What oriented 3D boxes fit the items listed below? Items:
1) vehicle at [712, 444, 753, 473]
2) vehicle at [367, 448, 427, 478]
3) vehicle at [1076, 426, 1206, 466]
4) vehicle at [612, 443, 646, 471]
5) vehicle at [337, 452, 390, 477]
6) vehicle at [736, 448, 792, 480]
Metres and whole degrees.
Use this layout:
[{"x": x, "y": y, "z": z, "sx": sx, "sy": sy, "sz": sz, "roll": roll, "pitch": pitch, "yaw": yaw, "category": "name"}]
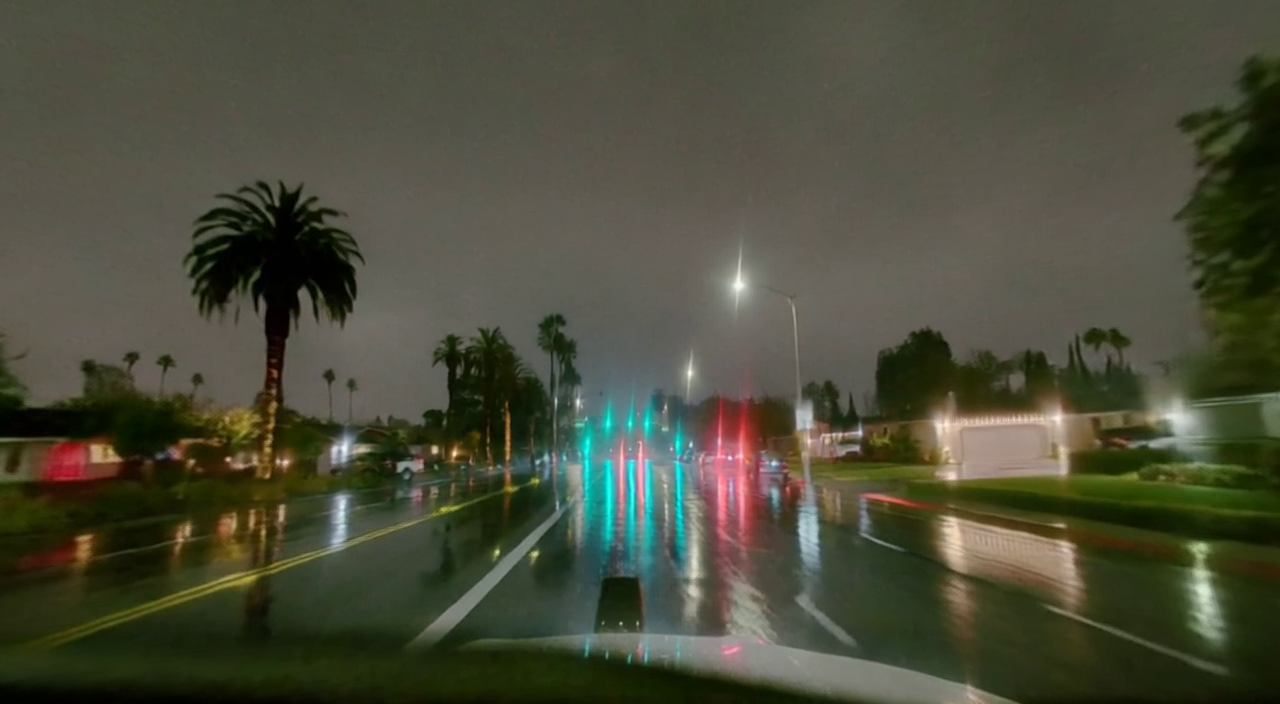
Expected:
[{"x": 6.334, "y": 7.337, "z": 43.874, "sx": 2.035, "sy": 1.822, "sz": 5.449, "roll": -1, "pitch": -9, "yaw": 1, "category": "vehicle"}, {"x": -17.479, "y": 7.964, "z": 45.742, "sx": 2.185, "sy": 1.993, "sz": 5.054, "roll": -1, "pitch": -9, "yaw": 3, "category": "vehicle"}, {"x": 24.294, "y": 4.625, "z": 30.938, "sx": 2.135, "sy": 1.787, "sz": 4.888, "roll": 0, "pitch": -9, "yaw": -3, "category": "vehicle"}, {"x": -0.802, "y": 7.301, "z": 44.238, "sx": 2.248, "sy": 1.833, "sz": 4.798, "roll": 0, "pitch": -9, "yaw": -2, "category": "vehicle"}, {"x": -20.133, "y": 8.195, "z": 46.206, "sx": 1.931, "sy": 1.641, "sz": 4.146, "roll": -1, "pitch": -9, "yaw": 1, "category": "vehicle"}, {"x": 6.380, "y": 5.798, "z": 33.023, "sx": 1.947, "sy": 1.505, "sz": 4.759, "roll": -1, "pitch": -9, "yaw": 0, "category": "vehicle"}]
